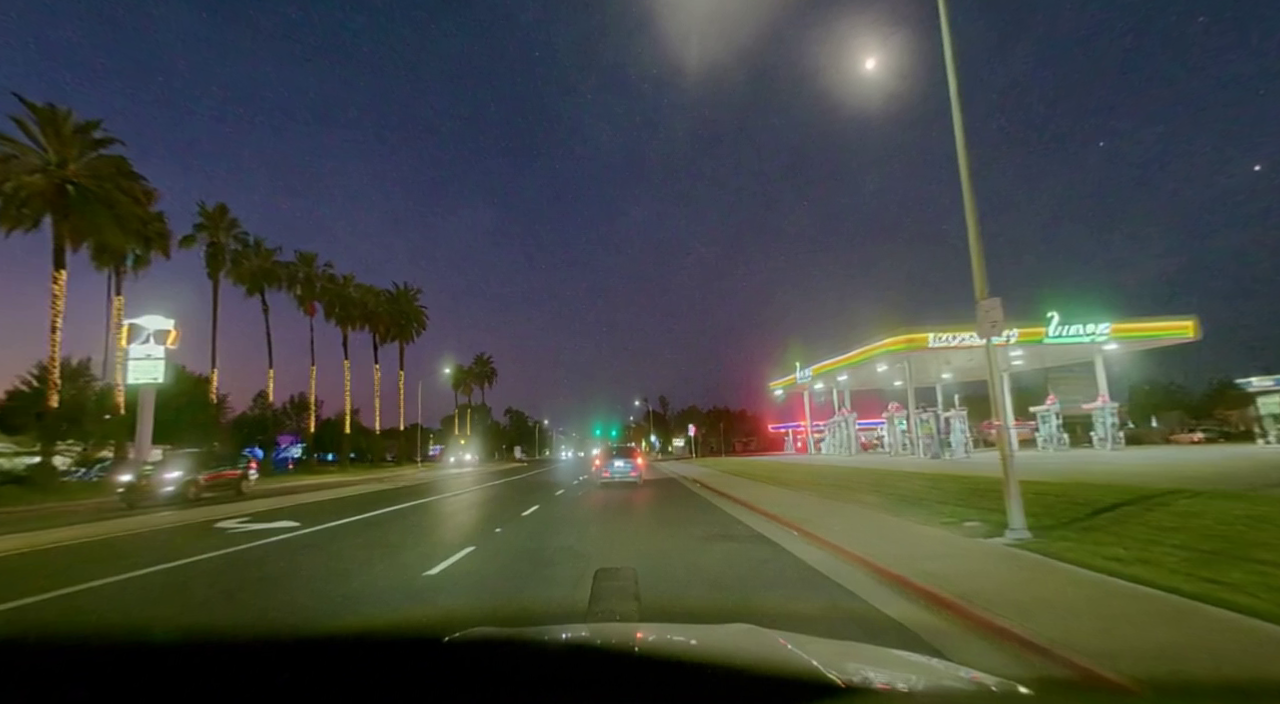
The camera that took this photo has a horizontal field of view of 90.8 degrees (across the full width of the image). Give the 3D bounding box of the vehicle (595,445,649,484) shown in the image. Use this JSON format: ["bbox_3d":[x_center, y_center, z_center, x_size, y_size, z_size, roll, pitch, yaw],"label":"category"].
[{"bbox_3d":[-0.740,4.643,26.520,2.076,1.486,4.119,0,-8,-1],"label":"vehicle"}]

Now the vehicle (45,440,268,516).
[{"bbox_3d":[-14.279,3.705,19.342,2.287,1.929,5.742,0,-8,-1],"label":"vehicle"}]
